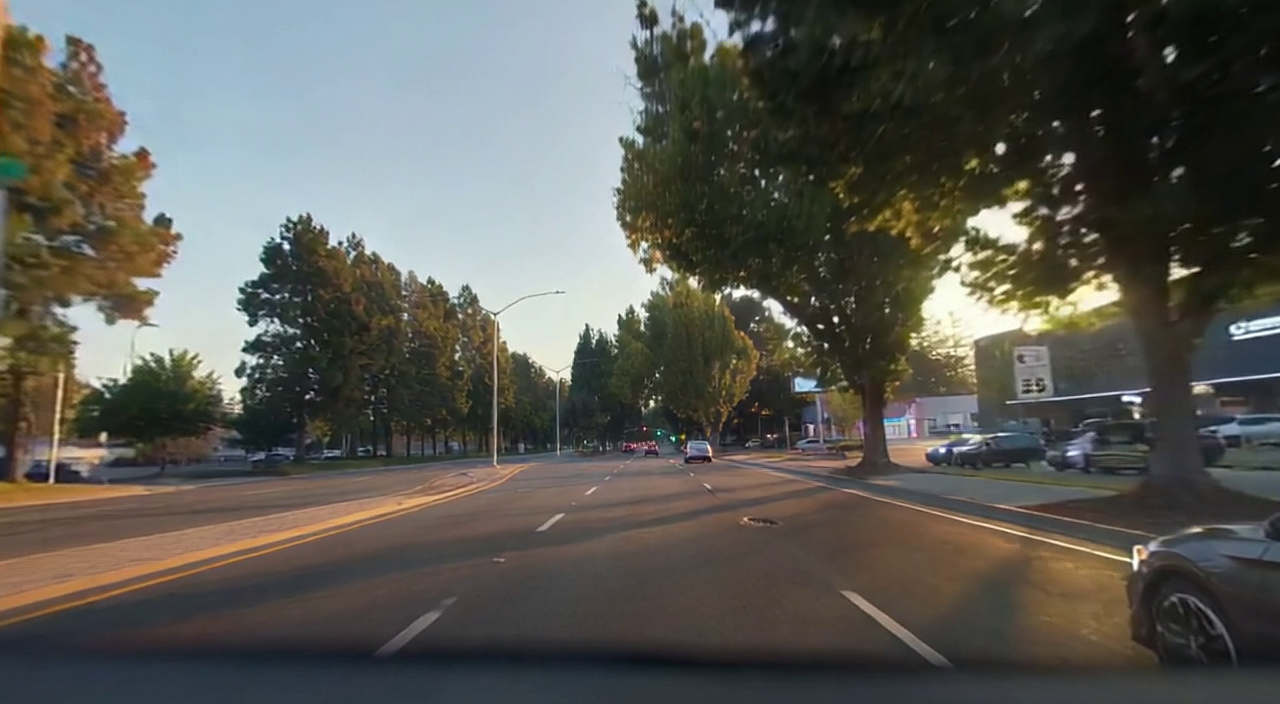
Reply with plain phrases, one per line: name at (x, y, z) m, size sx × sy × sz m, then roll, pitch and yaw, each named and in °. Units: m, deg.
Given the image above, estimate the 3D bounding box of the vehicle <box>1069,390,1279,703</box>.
vehicle at (3.518, 0.741, 1.265) m, size 1.995 × 1.528 × 4.732 m, roll 0°, pitch -8°, yaw 0°

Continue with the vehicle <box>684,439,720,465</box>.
vehicle at (4.269, 6.936, 43.921) m, size 2.007 × 1.683 × 4.171 m, roll 0°, pitch -8°, yaw -1°

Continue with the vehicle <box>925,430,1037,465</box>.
vehicle at (17.442, 4.911, 32.435) m, size 4.475 × 1.739 × 2.151 m, roll 0°, pitch -8°, yaw -1°
